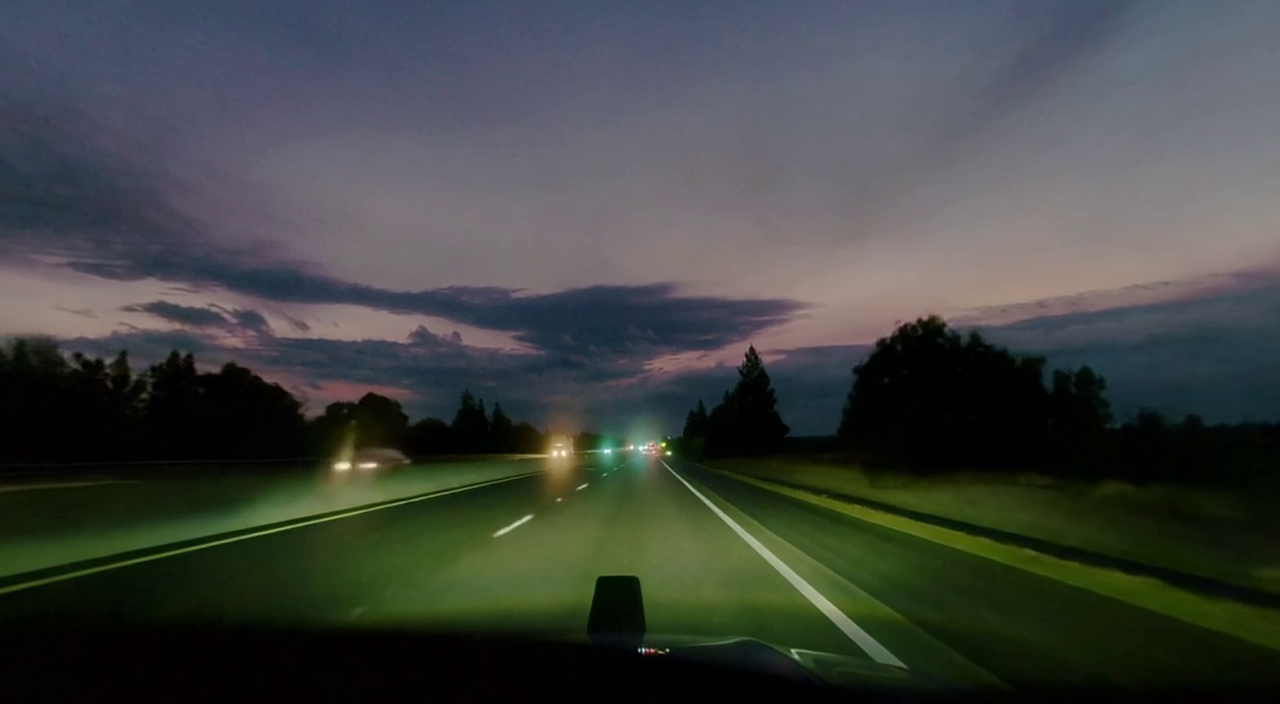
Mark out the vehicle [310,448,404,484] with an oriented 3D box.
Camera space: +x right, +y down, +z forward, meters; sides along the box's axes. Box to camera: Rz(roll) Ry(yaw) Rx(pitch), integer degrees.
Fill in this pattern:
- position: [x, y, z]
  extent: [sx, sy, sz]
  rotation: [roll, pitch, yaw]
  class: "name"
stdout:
- position: [-12.381, 5.009, 27.963]
  extent: [1.989, 1.456, 4.561]
  rotation: [0, -9, 1]
  class: "vehicle"
